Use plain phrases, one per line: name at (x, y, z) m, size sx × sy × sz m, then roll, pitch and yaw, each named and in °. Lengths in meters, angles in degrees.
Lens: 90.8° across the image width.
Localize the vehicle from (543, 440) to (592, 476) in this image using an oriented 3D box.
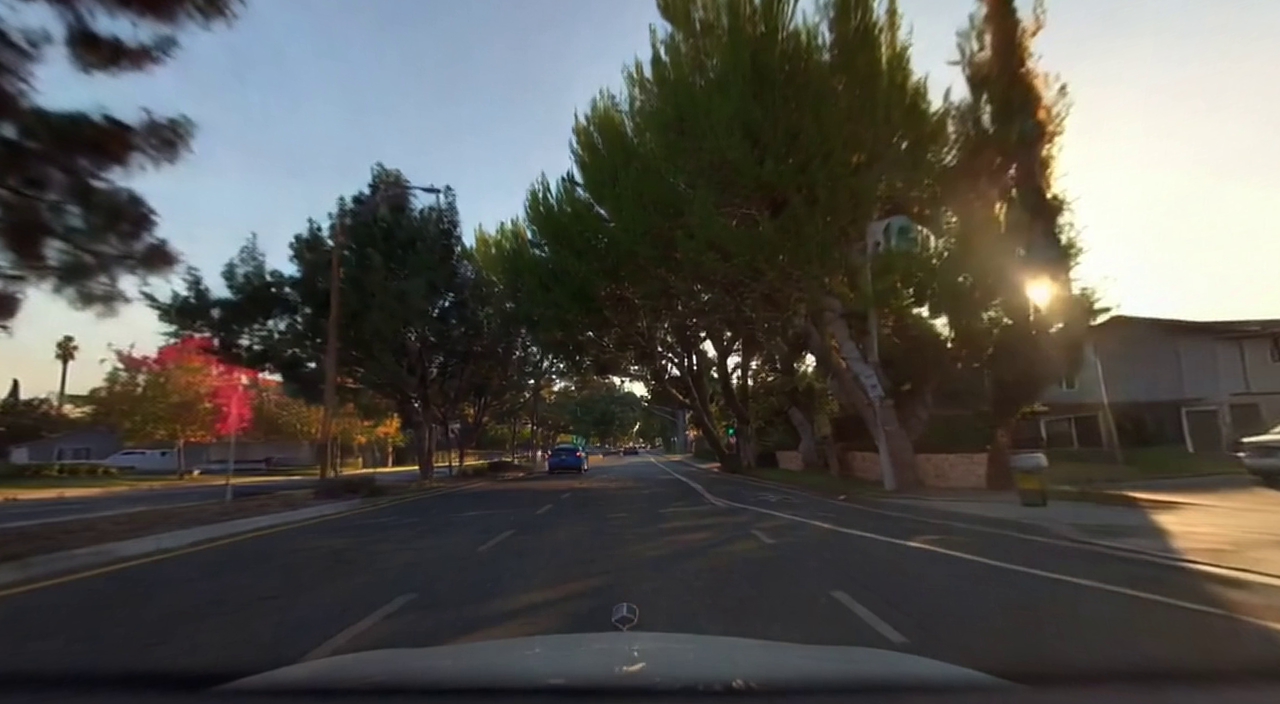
vehicle at (-3.713, 5.467, 32.939) m, size 1.993 × 1.733 × 4.262 m, roll 0°, pitch -8°, yaw 1°
